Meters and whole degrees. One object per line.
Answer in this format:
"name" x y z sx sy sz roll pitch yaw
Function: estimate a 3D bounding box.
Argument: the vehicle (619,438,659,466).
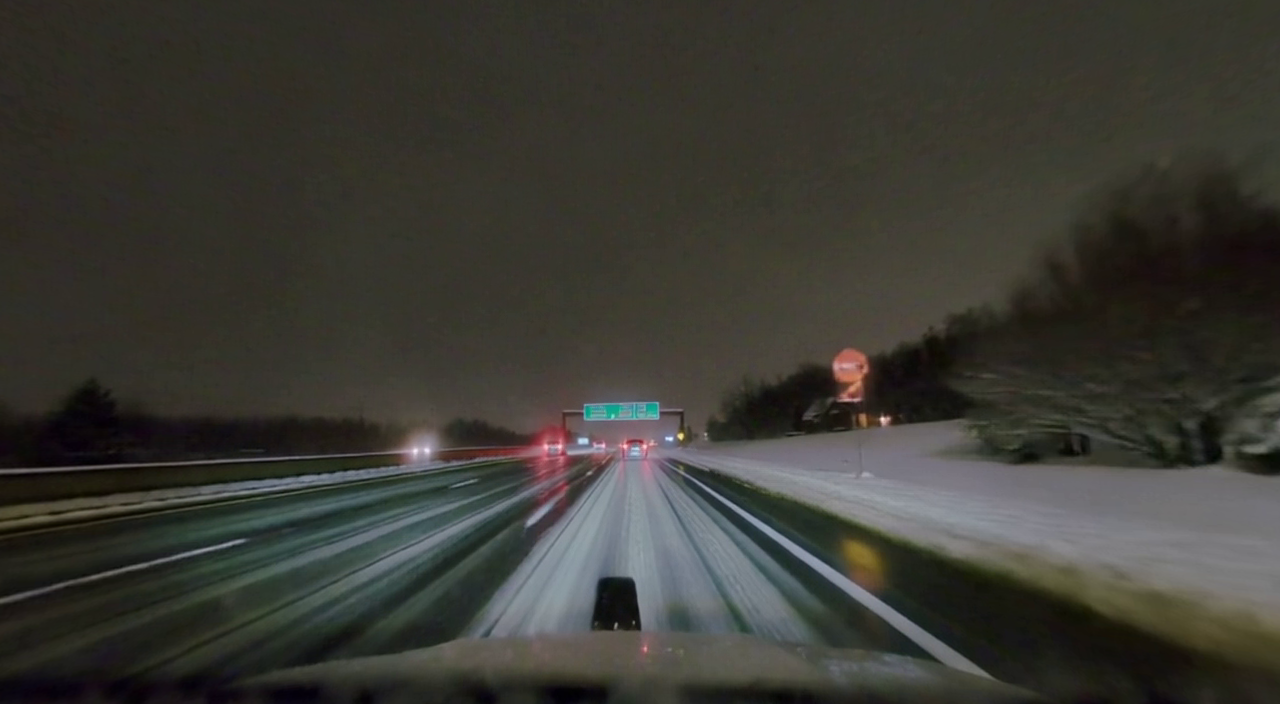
"vehicle" -0.086 5.550 35.143 2.072 1.440 3.690 0 -8 -1
